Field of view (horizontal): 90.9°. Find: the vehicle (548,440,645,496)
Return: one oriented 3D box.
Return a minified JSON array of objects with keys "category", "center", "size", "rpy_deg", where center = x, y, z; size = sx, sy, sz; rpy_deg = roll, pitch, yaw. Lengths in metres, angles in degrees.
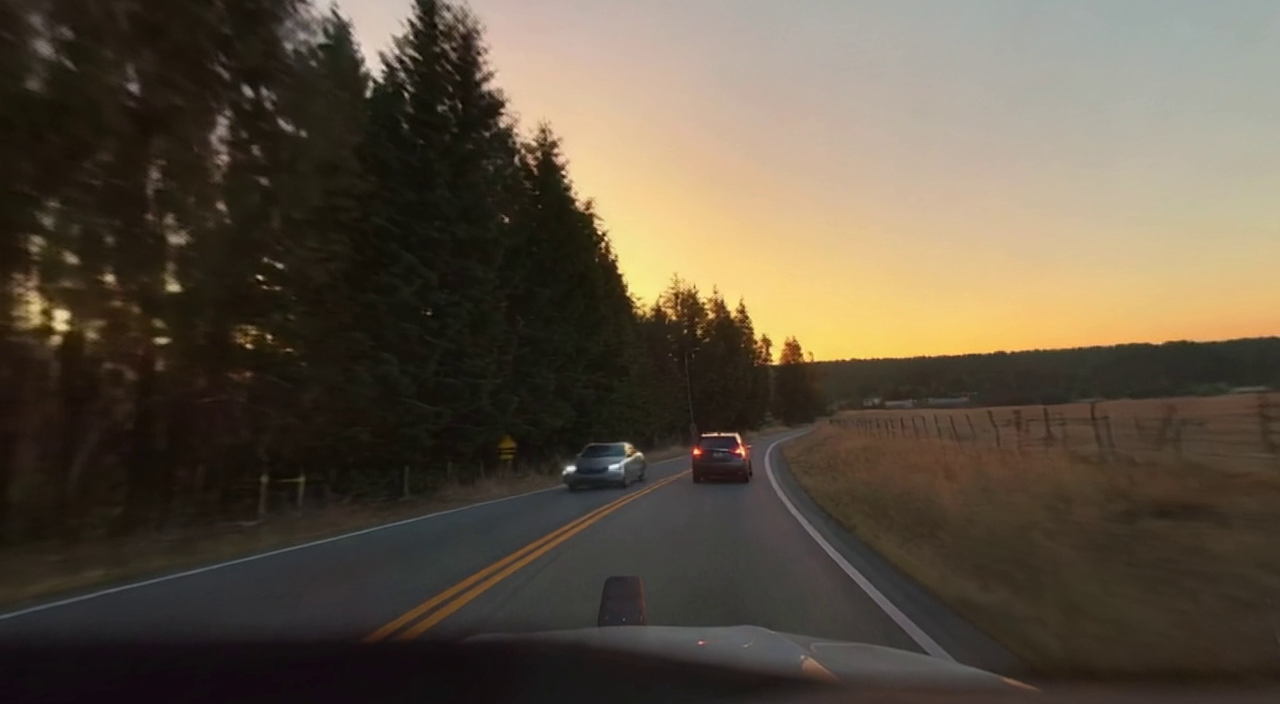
[{"category":"vehicle","center":[-1.239,3.637,20.233],"size":[2.143,1.586,4.238],"rpy_deg":[-1,-9,10]}]

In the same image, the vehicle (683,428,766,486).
[{"category":"vehicle","center":[2.695,3.241,19.768],"size":[2.274,1.583,4.349],"rpy_deg":[-1,-8,9]}]
